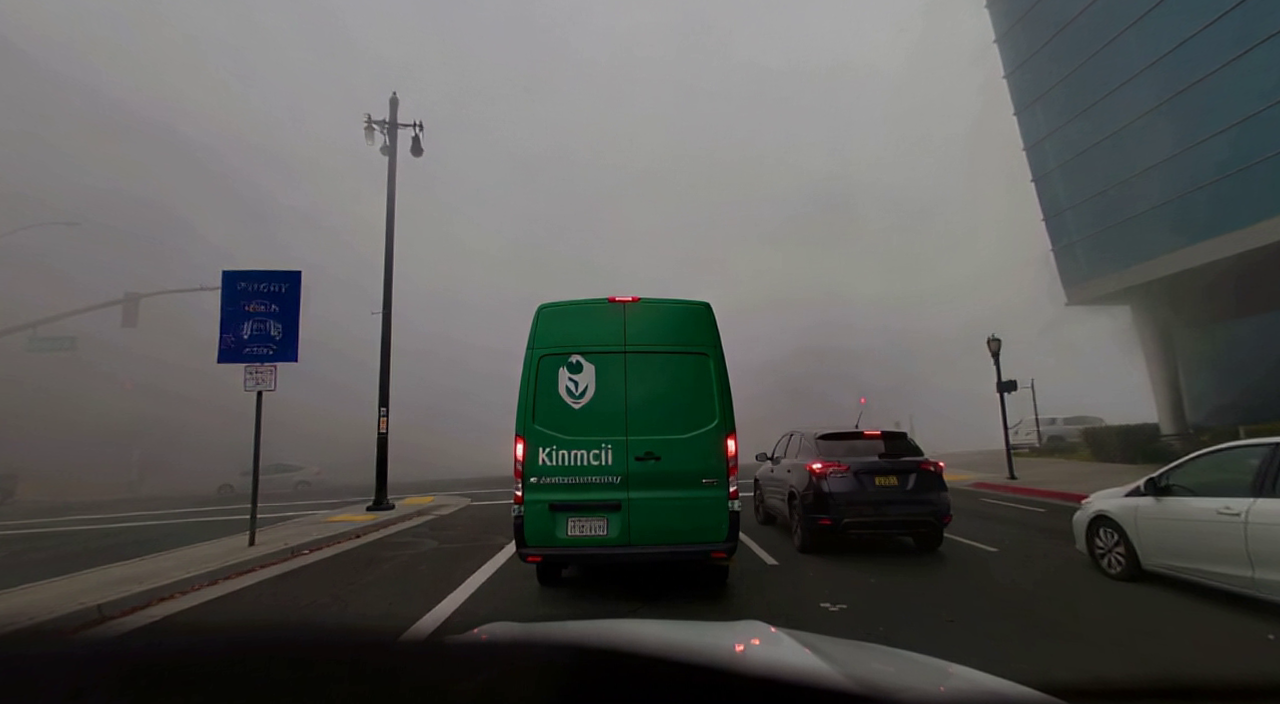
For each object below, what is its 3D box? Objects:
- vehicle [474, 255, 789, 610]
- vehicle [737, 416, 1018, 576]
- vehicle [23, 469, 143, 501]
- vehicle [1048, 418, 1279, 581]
[{"bbox_3d":[-0.037,1.174,9.088,2.613,3.035,7.342,0,-8,1],"label":"vehicle"},{"bbox_3d":[2.882,1.864,9.041,2.183,1.676,4.506,0,-8,-1],"label":"vehicle"},{"bbox_3d":[-31.099,7.433,35.396,4.806,1.652,1.869,0,-8,-2],"label":"vehicle"},{"bbox_3d":[7.525,1.589,7.006,1.963,1.669,4.678,3,-9,-20],"label":"vehicle"}]
